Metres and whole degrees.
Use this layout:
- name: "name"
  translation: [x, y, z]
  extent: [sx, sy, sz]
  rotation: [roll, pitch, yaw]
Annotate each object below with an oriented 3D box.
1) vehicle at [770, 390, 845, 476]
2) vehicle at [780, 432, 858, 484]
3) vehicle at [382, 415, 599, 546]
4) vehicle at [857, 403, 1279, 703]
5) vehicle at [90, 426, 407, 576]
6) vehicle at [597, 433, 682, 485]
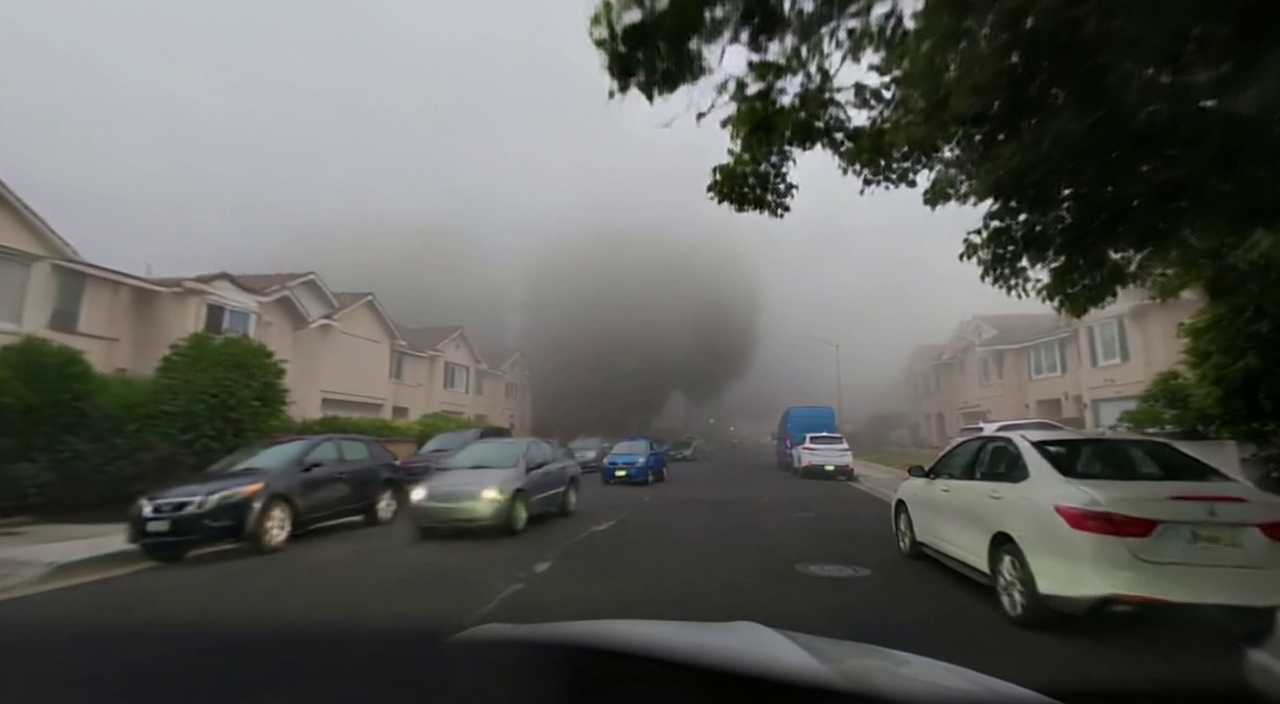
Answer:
- name: "vehicle"
  translation: [6.745, 3.379, 26.154]
  extent: [2.317, 3.096, 6.383]
  rotation: [-1, -8, 9]
- name: "vehicle"
  translation: [5.748, 3.404, 20.766]
  extent: [1.955, 1.500, 4.410]
  rotation: [-1, -8, 9]
- name: "vehicle"
  translation: [-2.134, 1.966, 10.452]
  extent: [1.959, 1.670, 4.255]
  rotation: [-2, -8, 10]
- name: "vehicle"
  translation: [3.439, 1.326, 5.562]
  extent: [2.052, 1.499, 4.699]
  rotation: [-1, -8, 9]
- name: "vehicle"
  translation: [-4.997, 1.857, 8.791]
  extent: [1.828, 1.488, 3.785]
  rotation: [-3, -6, 5]
- name: "vehicle"
  translation: [0.088, 3.401, 20.477]
  extent: [1.889, 1.505, 3.849]
  rotation: [-2, -8, 13]
